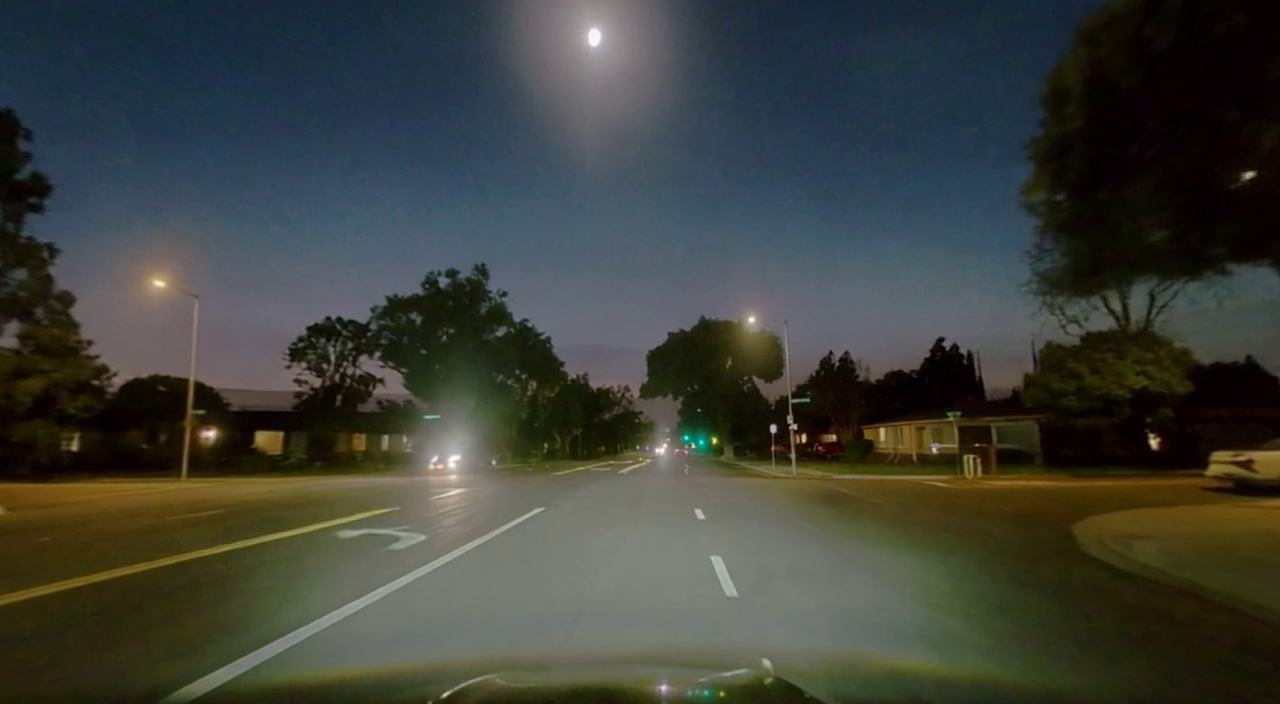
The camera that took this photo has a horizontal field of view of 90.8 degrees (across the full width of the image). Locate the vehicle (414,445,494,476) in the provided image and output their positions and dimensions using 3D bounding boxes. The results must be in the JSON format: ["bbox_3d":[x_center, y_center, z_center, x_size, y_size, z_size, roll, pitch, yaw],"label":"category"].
[{"bbox_3d":[-10.510,6.126,36.072,2.064,1.596,4.716,-3,-9,17],"label":"vehicle"}]
